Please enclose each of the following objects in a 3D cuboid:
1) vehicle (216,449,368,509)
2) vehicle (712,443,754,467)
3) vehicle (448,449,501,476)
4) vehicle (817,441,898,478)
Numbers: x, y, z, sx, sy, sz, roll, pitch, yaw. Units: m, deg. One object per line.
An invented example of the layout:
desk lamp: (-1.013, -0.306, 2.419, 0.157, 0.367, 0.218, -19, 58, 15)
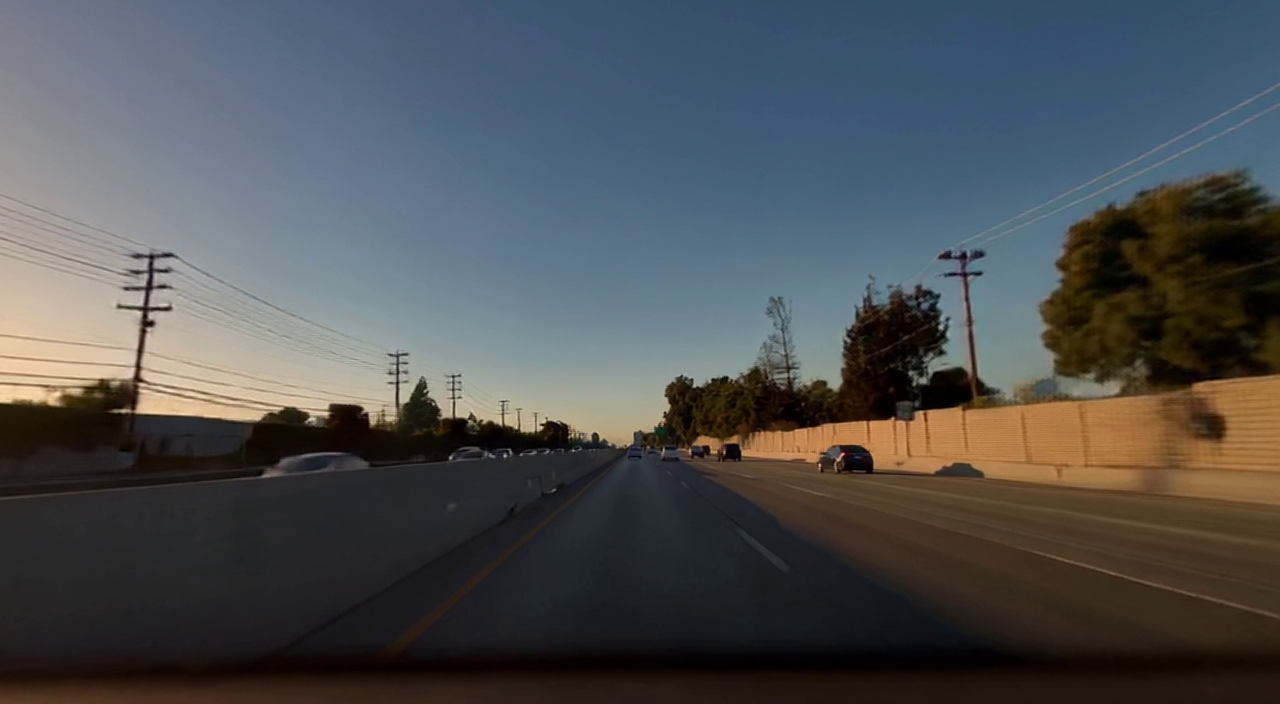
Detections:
vehicle: (-9.880, 3.600, 18.456, 1.896, 1.499, 4.497, 0, -8, 0)
vehicle: (6.336, 7.090, 43.648, 2.069, 1.520, 4.614, 0, -8, -1)
vehicle: (-10.140, 6.771, 39.044, 1.989, 1.498, 4.593, 0, -9, 0)
vehicle: (9.622, 4.777, 28.350, 1.969, 1.506, 4.422, 0, -8, -2)
